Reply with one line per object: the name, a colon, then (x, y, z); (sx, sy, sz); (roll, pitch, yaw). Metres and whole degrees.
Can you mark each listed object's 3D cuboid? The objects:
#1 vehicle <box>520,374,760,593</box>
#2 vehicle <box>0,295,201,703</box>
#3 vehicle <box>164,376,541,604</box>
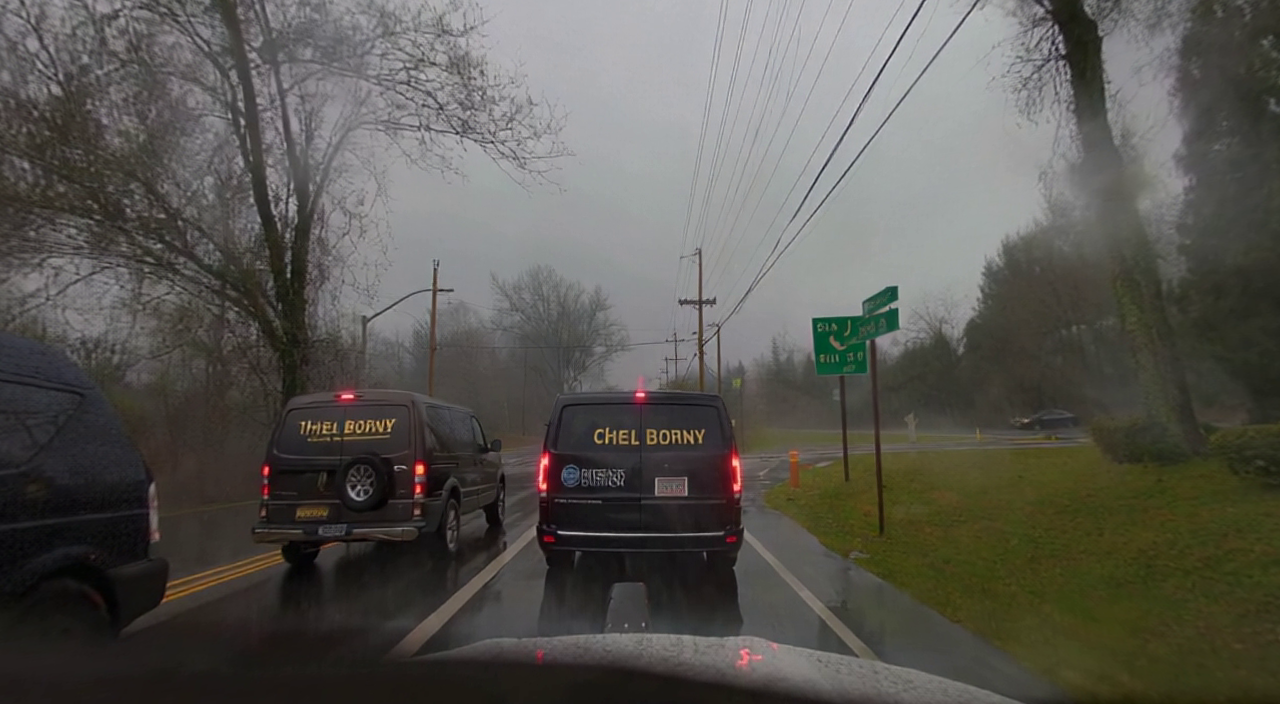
vehicle: (0.106, 1.461, 7.695); (2.117, 1.911, 4.095); (-1, -8, 3)
vehicle: (-3.100, 0.481, 0.239); (2.160, 1.796, 4.997); (0, -8, 1)
vehicle: (-2.755, 1.481, 7.623); (2.109, 1.851, 4.749); (-1, -8, 3)
